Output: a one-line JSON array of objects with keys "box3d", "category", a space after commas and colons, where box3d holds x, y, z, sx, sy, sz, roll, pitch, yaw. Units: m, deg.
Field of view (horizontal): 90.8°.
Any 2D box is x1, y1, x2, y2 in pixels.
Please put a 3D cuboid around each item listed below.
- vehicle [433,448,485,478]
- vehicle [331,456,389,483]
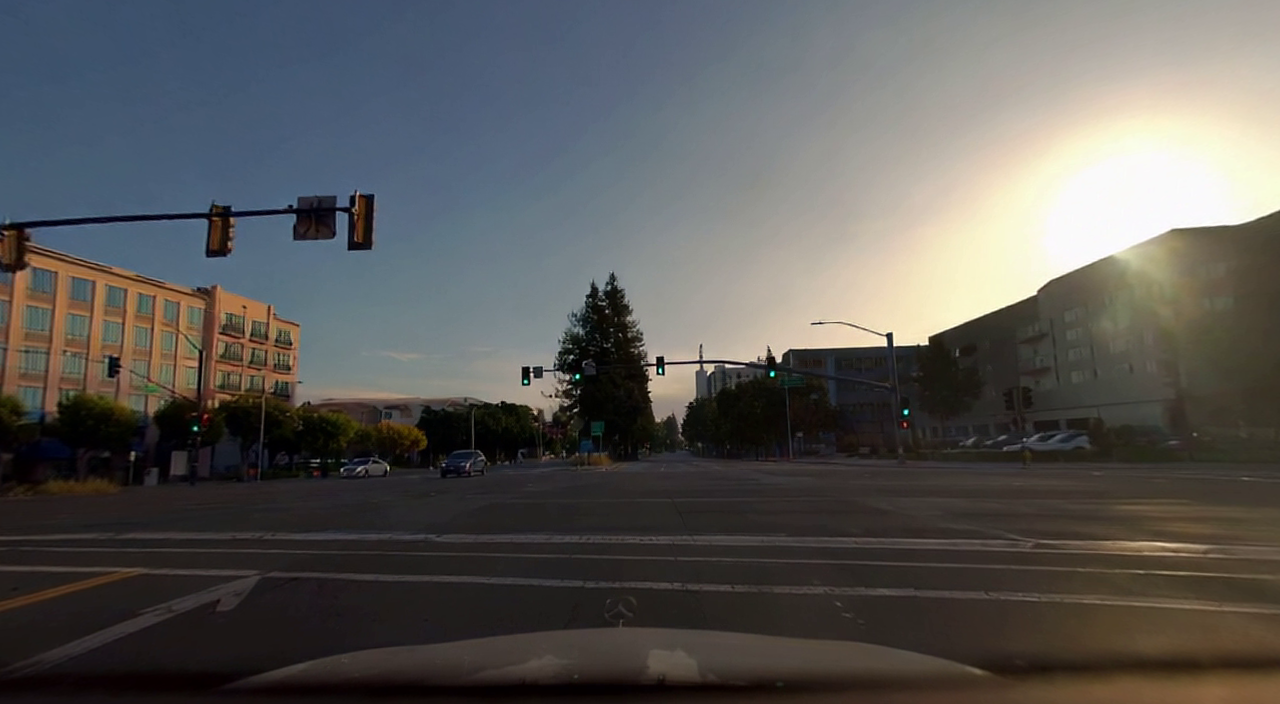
[{"box3d": [-12.218, 7.490, 42.964, 2.151, 1.847, 4.634, 0, -9, 1], "category": "vehicle"}, {"box3d": [-18.857, 7.887, 42.780, 1.933, 1.664, 4.255, 0, -9, 1], "category": "vehicle"}]
